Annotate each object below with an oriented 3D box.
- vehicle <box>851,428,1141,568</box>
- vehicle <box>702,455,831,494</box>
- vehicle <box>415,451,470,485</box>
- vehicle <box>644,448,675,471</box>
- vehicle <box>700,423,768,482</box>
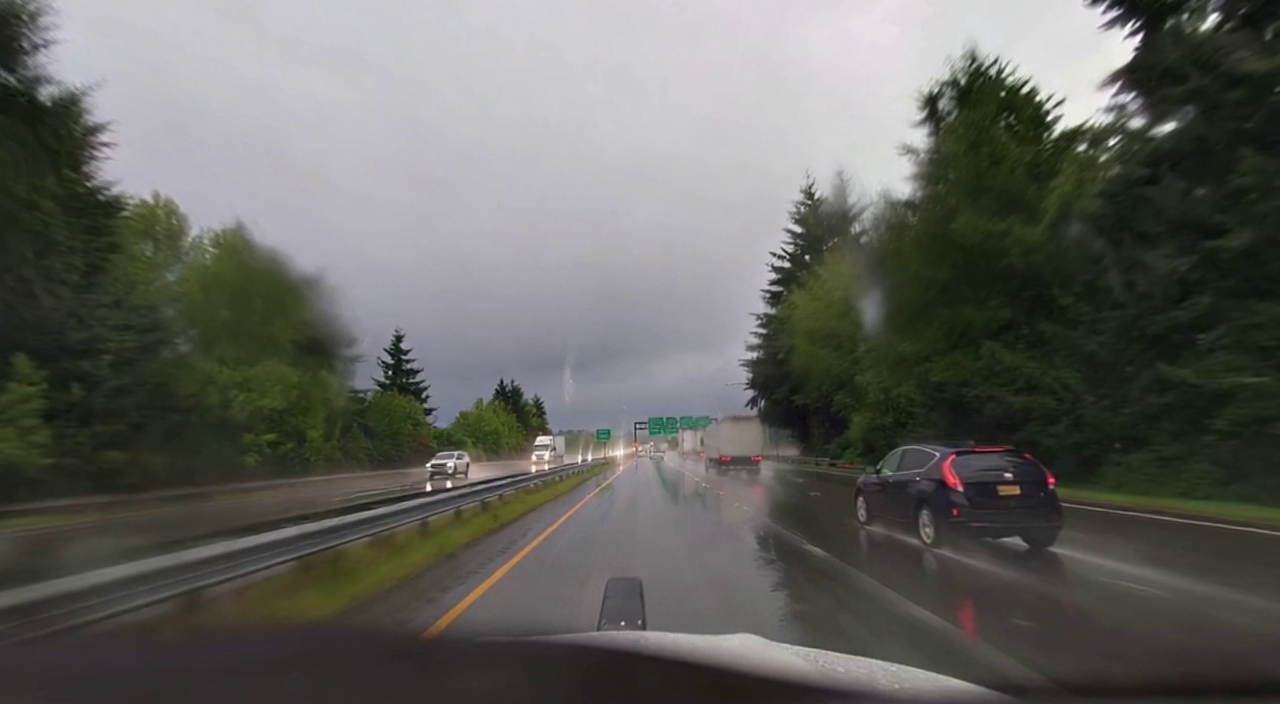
[{"bbox_3d":[4.531,1.883,8.782,1.873,1.519,3.607,0,-9,0],"label":"vehicle"},{"bbox_3d":[4.607,4.911,26.336,2.472,1.036,13.239,0,-9,-1],"label":"vehicle"},{"bbox_3d":[-12.225,7.168,39.258,1.899,1.750,4.339,-5,-9,1],"label":"vehicle"},{"bbox_3d":[1.320,7.399,43.558,2.049,1.500,3.790,0,-9,1],"label":"vehicle"},{"bbox_3d":[4.726,5.192,32.769,2.569,2.783,5.984,0,-9,-1],"label":"vehicle"}]
